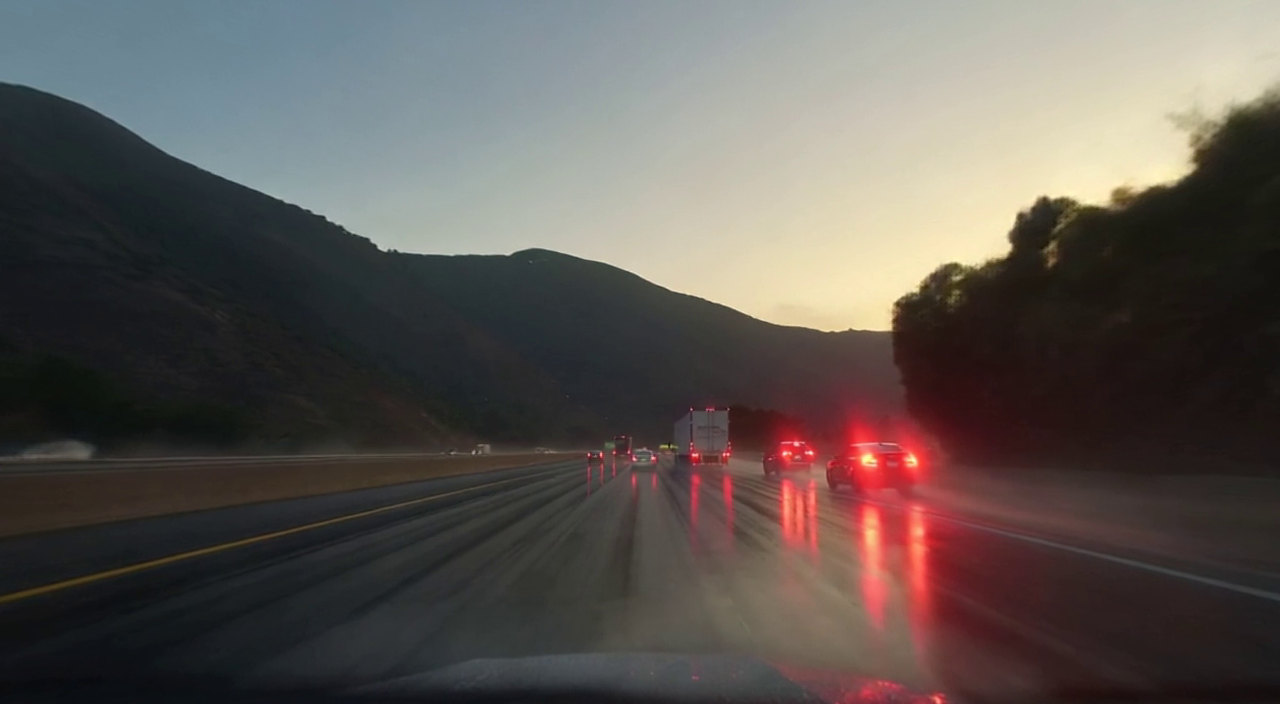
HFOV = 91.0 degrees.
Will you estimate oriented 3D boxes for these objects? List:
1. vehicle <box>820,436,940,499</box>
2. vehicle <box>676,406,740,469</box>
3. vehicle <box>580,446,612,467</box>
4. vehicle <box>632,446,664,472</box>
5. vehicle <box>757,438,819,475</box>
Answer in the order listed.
[{"bbox_3d":[7.204,3.505,19.502,2.044,1.676,4.421,0,-9,1],"label":"vehicle"},{"bbox_3d":[4.244,5.756,41.810,3.130,3.607,11.129,0,-9,1],"label":"vehicle"},{"bbox_3d":[-3.306,7.903,47.740,2.132,1.506,4.256,0,-9,0],"label":"vehicle"},{"bbox_3d":[0.478,6.639,39.236,1.866,1.492,3.932,0,-9,0],"label":"vehicle"},{"bbox_3d":[7.822,5.563,33.737,2.143,1.775,4.729,0,-9,0],"label":"vehicle"}]
